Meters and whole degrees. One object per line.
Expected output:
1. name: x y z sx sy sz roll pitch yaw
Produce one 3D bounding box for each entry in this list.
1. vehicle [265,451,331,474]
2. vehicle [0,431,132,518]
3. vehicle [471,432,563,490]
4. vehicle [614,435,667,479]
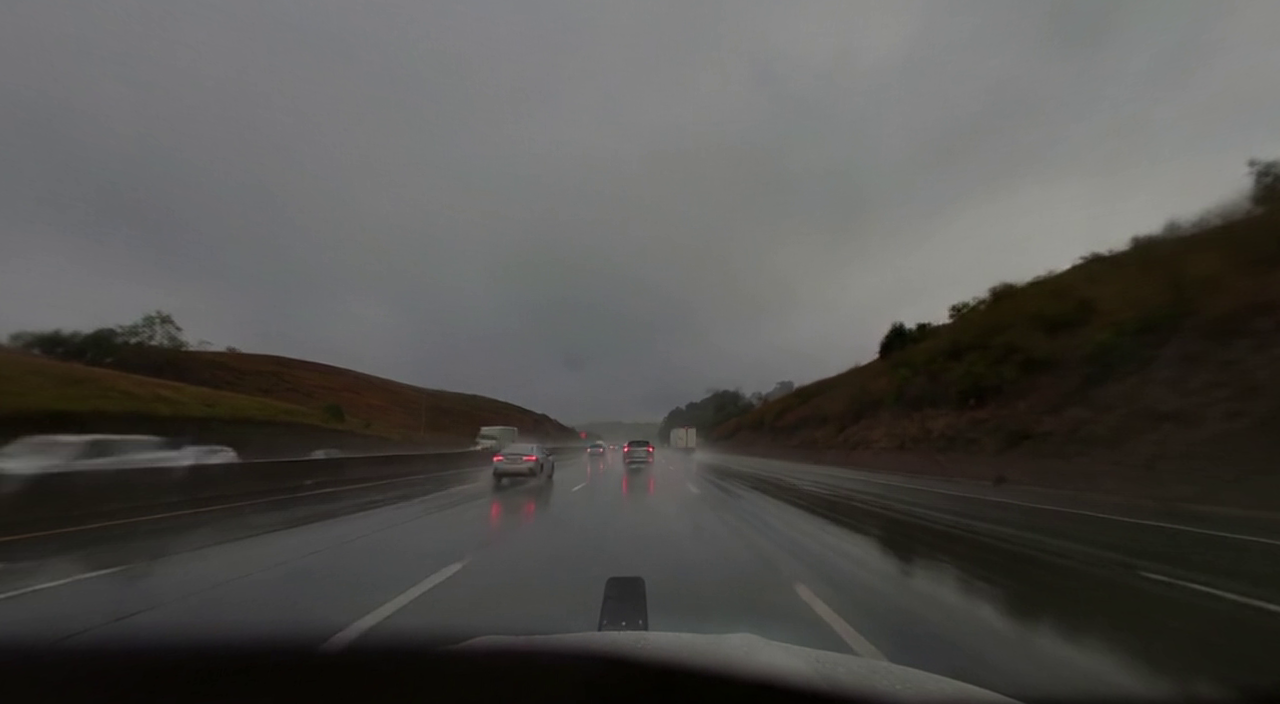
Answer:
1. vehicle: -23.531 7.632 43.616 1.886 1.445 4.611 0 -8 1
2. vehicle: -12.589 2.287 11.848 1.921 1.577 4.913 0 -8 1
3. vehicle: -3.832 3.490 20.503 2.076 1.690 4.113 0 -8 1
4. vehicle: 0.022 4.412 26.824 2.086 1.685 4.206 0 -8 0
